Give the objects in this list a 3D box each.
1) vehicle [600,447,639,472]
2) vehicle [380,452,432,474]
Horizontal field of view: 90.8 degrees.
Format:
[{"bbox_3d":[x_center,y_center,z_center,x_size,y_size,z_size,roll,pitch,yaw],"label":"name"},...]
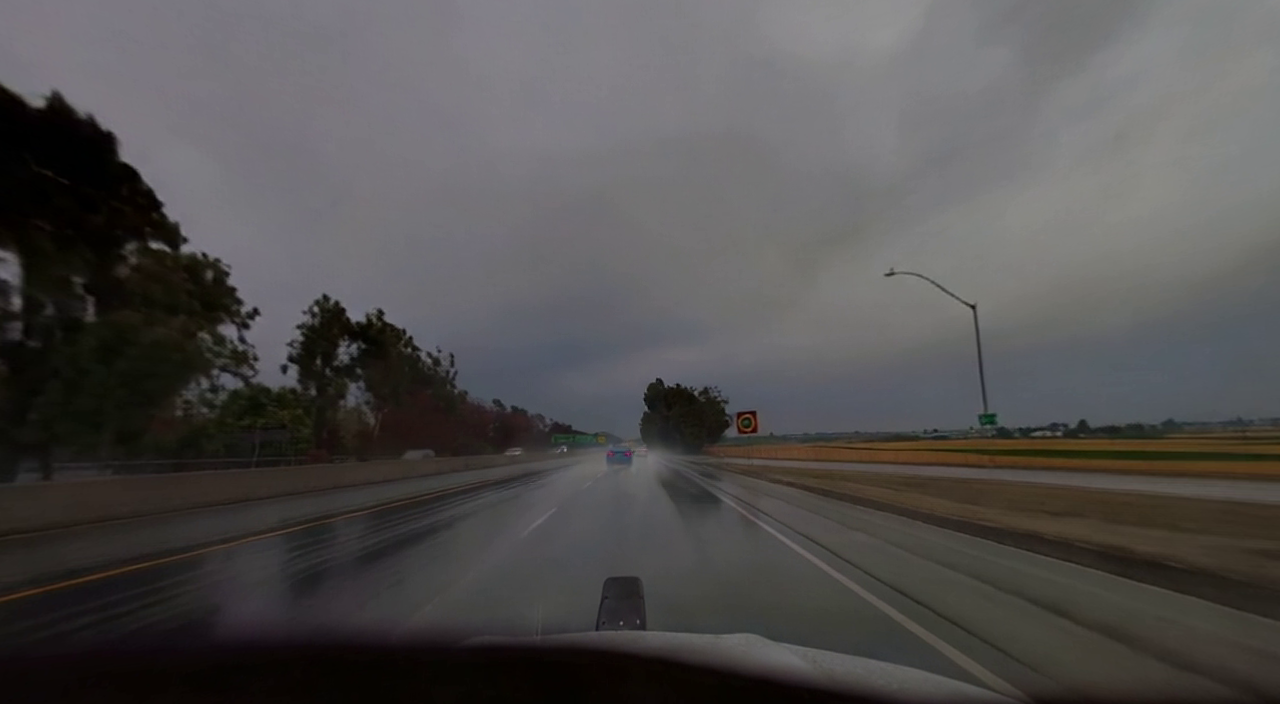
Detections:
[{"bbox_3d":[-1.213,6.683,39.517,2.170,1.451,4.584,0,-8,1],"label":"vehicle"},{"bbox_3d":[-16.408,7.779,44.456,2.007,1.444,4.190,0,-9,2],"label":"vehicle"}]
